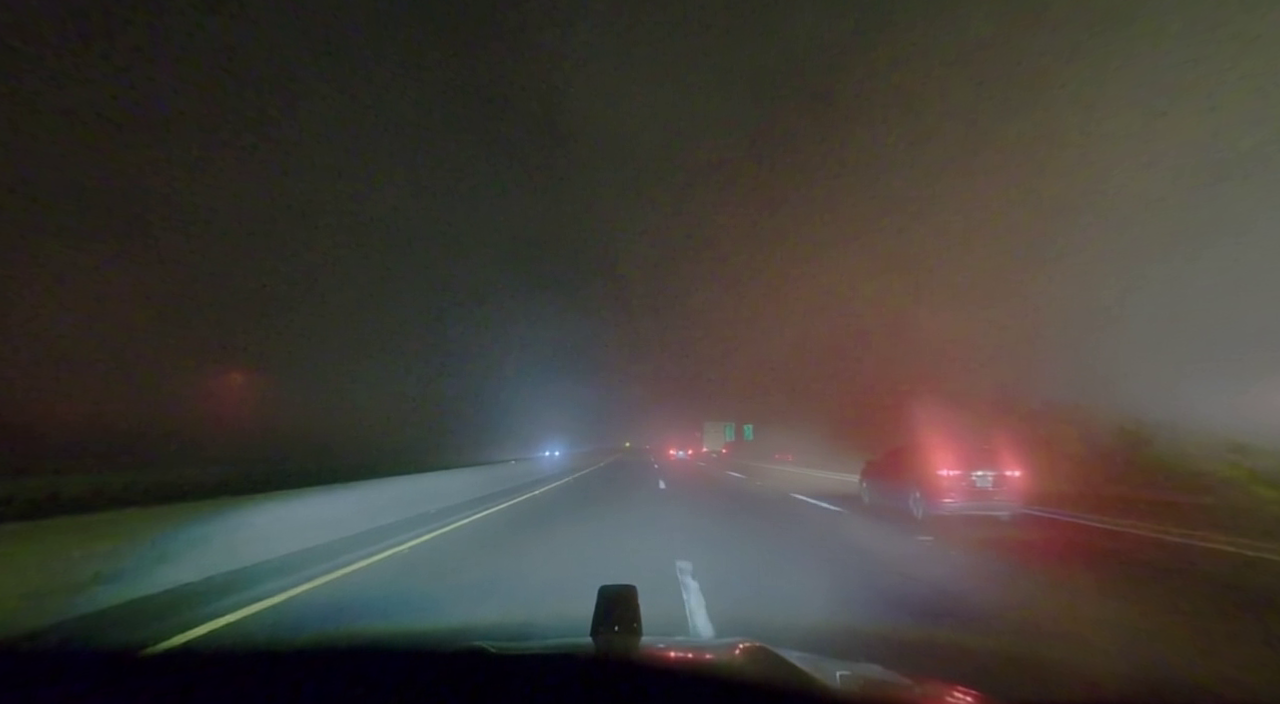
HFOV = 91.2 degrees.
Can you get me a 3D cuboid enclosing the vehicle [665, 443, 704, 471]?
[{"bbox_3d":[2.566,6.186,37.072,1.970,1.560,4.182,0,-9,-1],"label":"vehicle"}]
